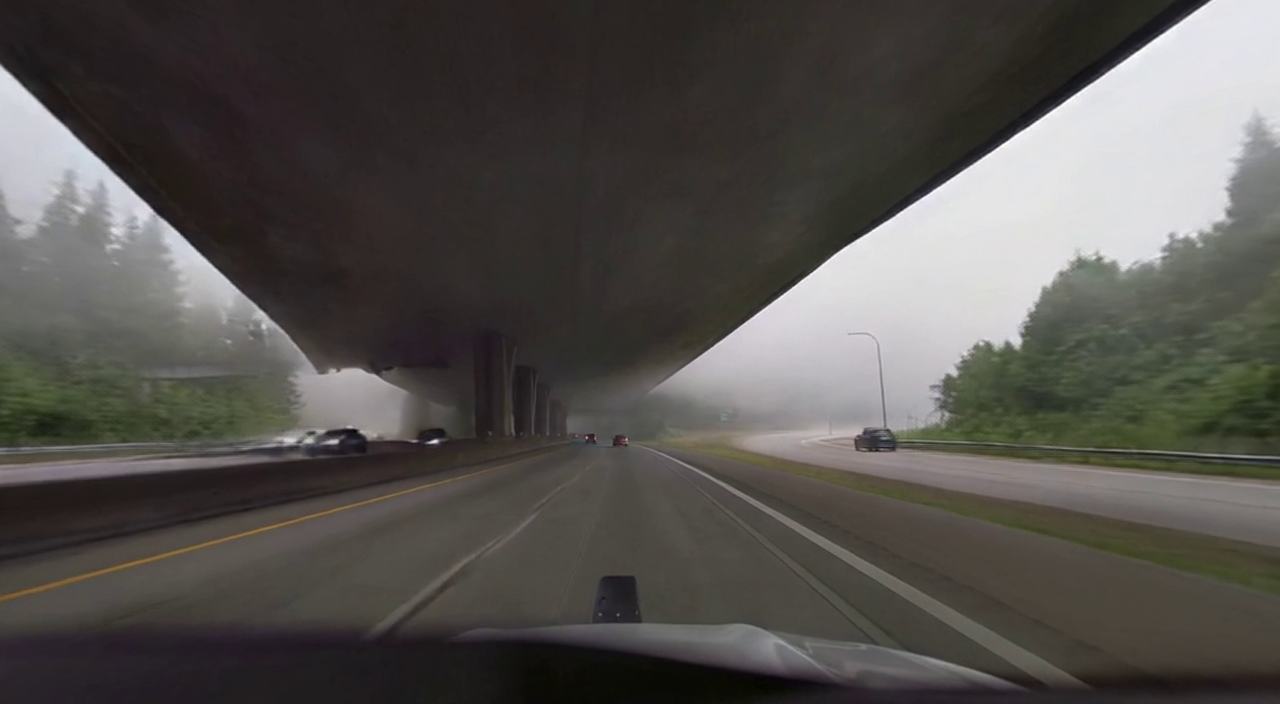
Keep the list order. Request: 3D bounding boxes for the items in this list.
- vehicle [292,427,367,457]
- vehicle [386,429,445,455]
[{"bbox_3d":[-17.446,5.093,35.625,2.020,1.560,4.520,0,-8,-1],"label":"vehicle"},{"bbox_3d":[-13.888,5.596,39.199,1.946,1.529,4.955,0,-8,-1],"label":"vehicle"}]
